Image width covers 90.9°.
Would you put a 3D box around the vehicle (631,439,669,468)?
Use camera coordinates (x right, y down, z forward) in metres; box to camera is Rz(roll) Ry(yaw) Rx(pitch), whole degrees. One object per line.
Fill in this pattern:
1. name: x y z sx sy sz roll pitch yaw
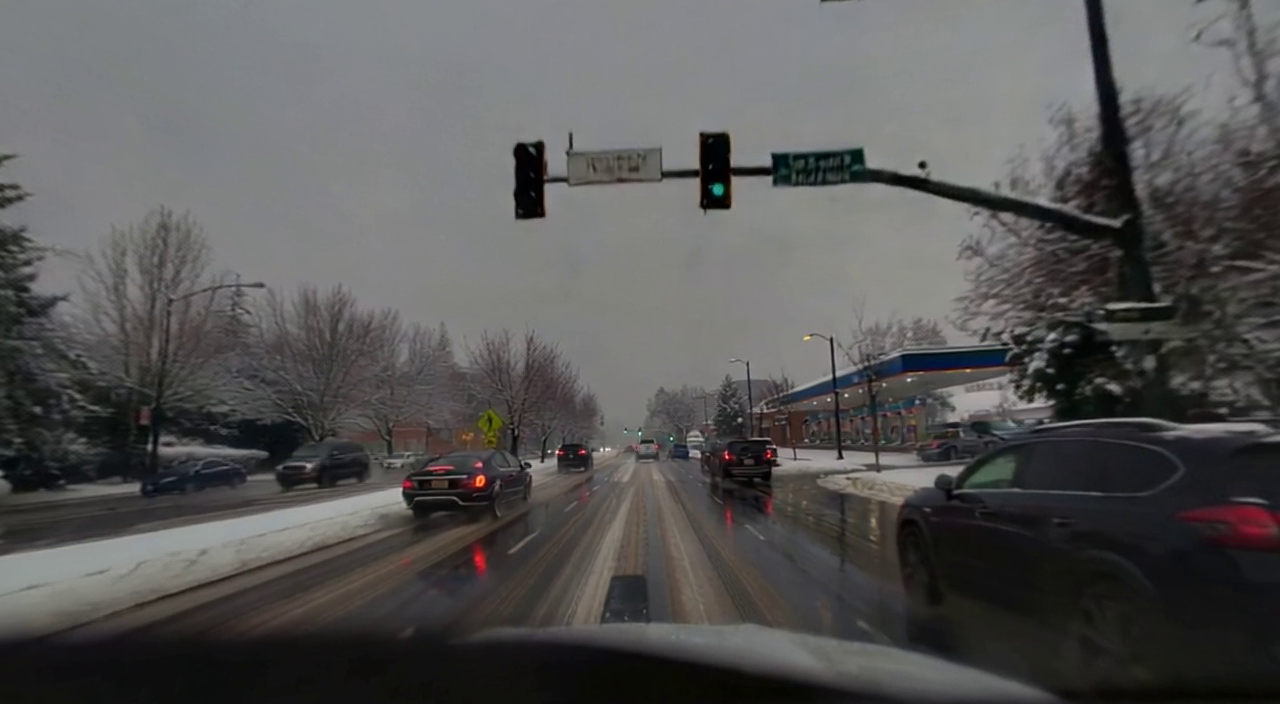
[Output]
1. vehicle: 0.600 6.229 38.740 2.192 1.674 4.124 0 -8 0

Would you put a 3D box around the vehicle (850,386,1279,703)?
1. vehicle: 3.152 1.190 4.304 1.919 1.502 4.572 0 -8 1

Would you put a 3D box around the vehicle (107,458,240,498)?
1. vehicle: -20.518 5.531 28.057 2.223 1.461 4.721 0 -8 2

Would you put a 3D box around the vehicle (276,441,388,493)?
1. vehicle: -11.716 4.360 24.398 2.012 1.781 4.599 0 -8 0

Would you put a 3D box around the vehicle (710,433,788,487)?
1. vehicle: 3.830 3.879 23.008 1.980 1.709 4.813 0 -8 0

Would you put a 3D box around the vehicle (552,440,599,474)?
1. vehicle: -3.318 5.480 33.211 1.988 1.645 3.995 0 -8 1

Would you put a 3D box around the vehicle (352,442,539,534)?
1. vehicle: -3.275 2.372 11.707 2.013 1.354 4.393 0 -8 1
